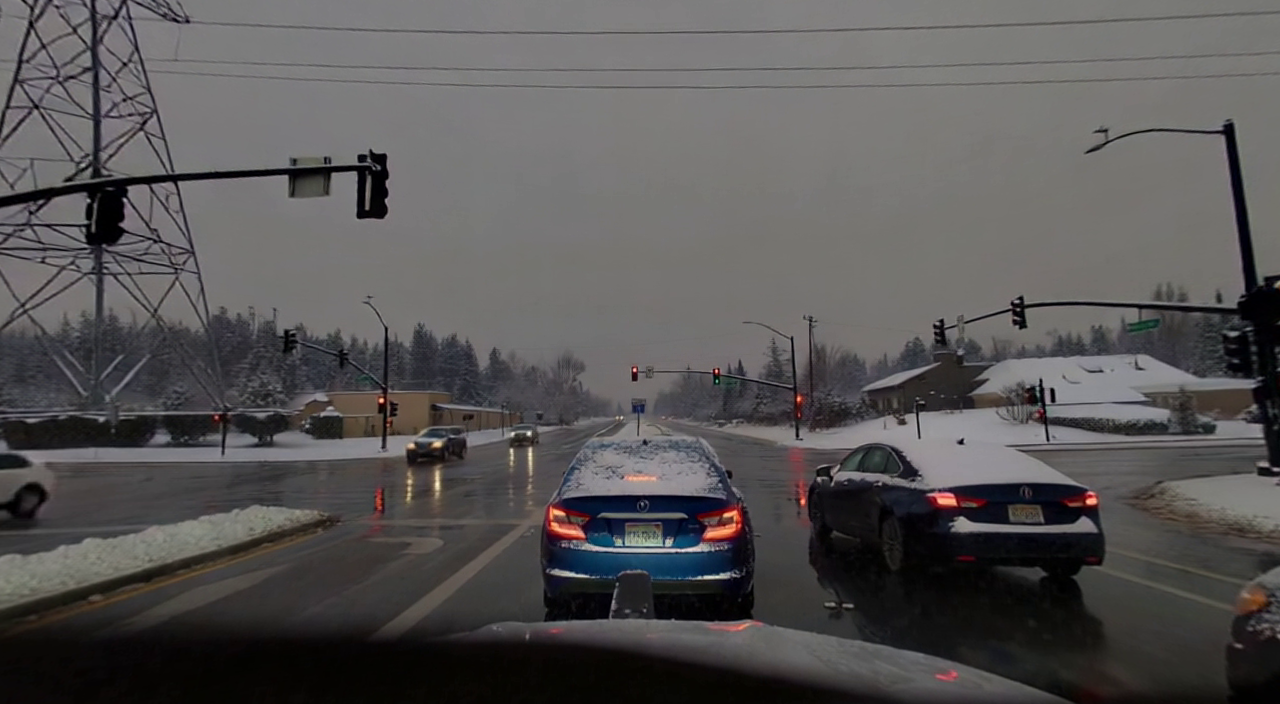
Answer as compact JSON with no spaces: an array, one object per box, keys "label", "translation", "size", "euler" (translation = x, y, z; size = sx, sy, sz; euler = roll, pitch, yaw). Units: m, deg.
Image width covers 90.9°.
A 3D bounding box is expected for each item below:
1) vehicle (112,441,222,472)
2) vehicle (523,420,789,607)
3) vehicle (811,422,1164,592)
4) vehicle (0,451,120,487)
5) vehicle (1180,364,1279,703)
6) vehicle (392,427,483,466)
[{"label":"vehicle","translation":[-26.028,5.766,34.789],"size":[4.417,1.637,1.956],"euler":[0,-8,-2]},{"label":"vehicle","translation":[0.113,1.596,7.126],"size":[2.117,1.474,4.036],"euler":[0,-8,0]},{"label":"vehicle","translation":[3.654,1.683,7.720],"size":[1.835,1.473,4.190],"euler":[0,-8,-2]},{"label":"vehicle","translation":[-25.925,5.112,27.747],"size":[4.263,1.464,1.895],"euler":[0,-8,-1]},{"label":"vehicle","translation":[3.412,0.588,0.626],"size":[1.926,1.614,4.330],"euler":[0,-8,1]},{"label":"vehicle","translation":[-9.627,4.598,30.655],"size":[2.269,1.716,5.700],"euler":[-1,-8,3]}]
